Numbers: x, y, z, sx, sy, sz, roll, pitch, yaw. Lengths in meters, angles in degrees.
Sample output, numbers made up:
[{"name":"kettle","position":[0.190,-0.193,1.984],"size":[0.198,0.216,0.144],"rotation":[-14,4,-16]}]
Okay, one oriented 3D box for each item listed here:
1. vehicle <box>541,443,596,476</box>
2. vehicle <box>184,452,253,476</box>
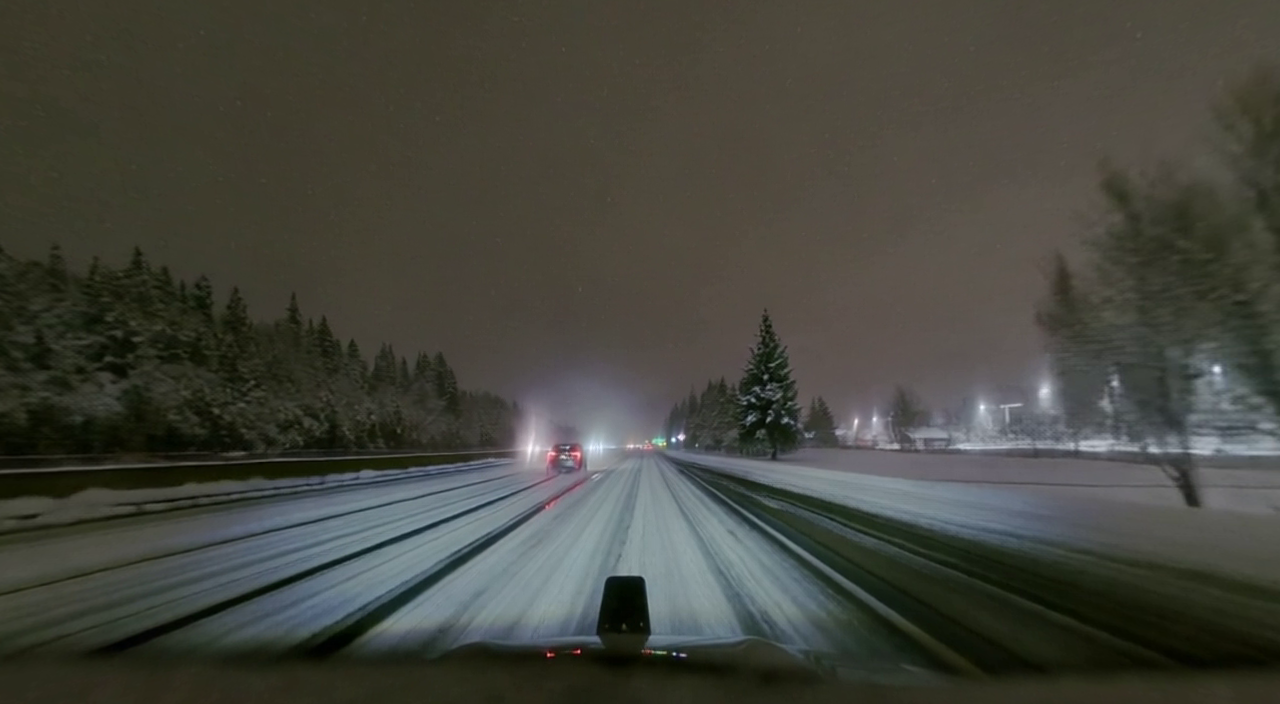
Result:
[{"name":"vehicle","position":[-3.359,5.171,30.522],"size":[2.128,1.450,4.078],"rotation":[0,-9,1]},{"name":"vehicle","position":[-27.891,7.392,41.894],"size":[1.723,1.434,4.095],"rotation":[0,-9,0]}]
